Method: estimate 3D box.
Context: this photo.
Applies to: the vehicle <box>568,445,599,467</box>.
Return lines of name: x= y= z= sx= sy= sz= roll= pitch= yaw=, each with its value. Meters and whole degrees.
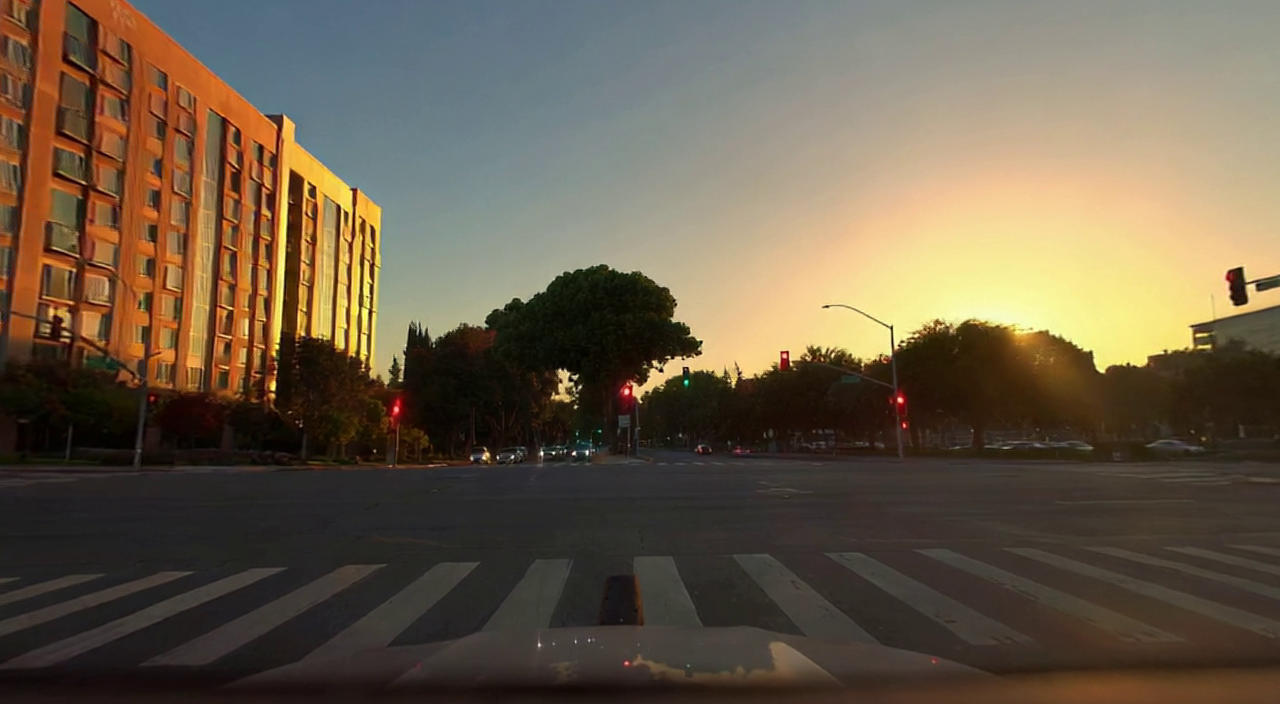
vehicle: x=-4.390 y=8.131 z=49.747 sx=2.130 sy=1.613 sz=4.121 roll=0 pitch=-8 yaw=0
